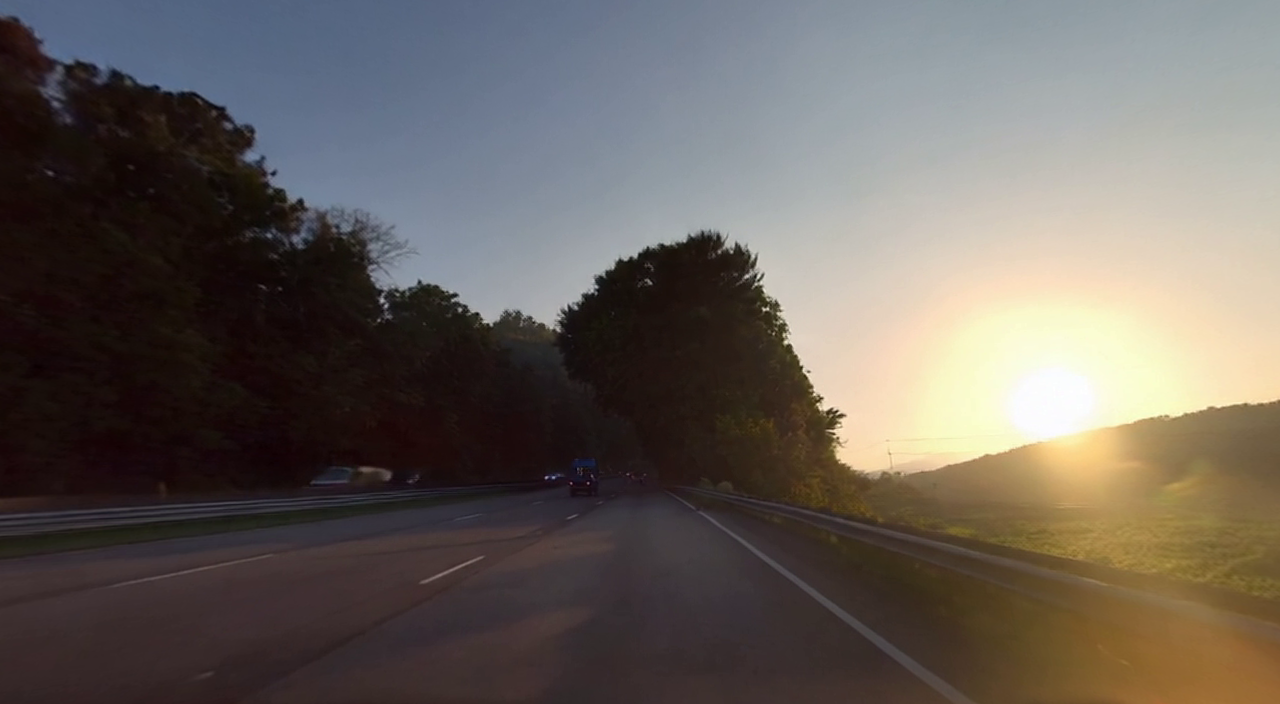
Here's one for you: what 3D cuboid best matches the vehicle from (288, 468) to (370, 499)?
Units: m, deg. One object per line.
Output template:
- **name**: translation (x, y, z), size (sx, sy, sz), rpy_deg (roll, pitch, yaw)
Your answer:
- **vehicle**: translation (-16.253, 6.867, 33.080), size (1.889, 1.459, 4.492), rpy_deg (0, -11, 2)
